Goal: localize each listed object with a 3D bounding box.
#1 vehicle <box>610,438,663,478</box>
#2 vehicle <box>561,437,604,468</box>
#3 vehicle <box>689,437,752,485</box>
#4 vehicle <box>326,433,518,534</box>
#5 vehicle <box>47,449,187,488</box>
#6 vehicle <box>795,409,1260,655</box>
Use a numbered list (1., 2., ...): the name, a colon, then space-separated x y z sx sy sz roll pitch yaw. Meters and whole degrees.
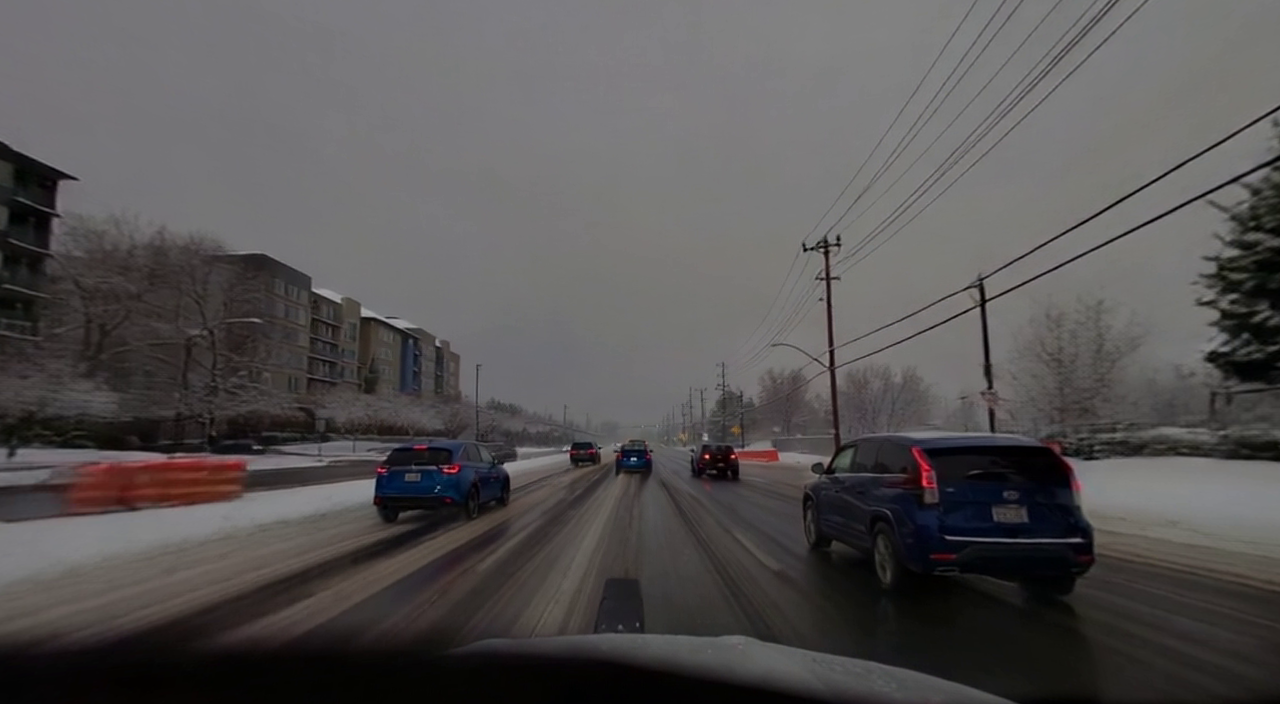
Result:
1. vehicle: -0.150 4.857 29.202 2.291 1.714 4.217 0 -8 0
2. vehicle: -3.573 6.357 40.117 2.190 1.832 4.417 0 -8 1
3. vehicle: 3.258 4.492 26.384 2.029 1.797 4.218 0 -8 -1
4. vehicle: -3.633 2.253 11.483 1.968 1.473 4.209 0 -8 0
5. vehicle: -22.030 4.871 26.901 2.053 1.472 4.526 0 -8 0
6. vehicle: 3.044 1.477 6.216 1.975 1.598 4.025 0 -8 0
